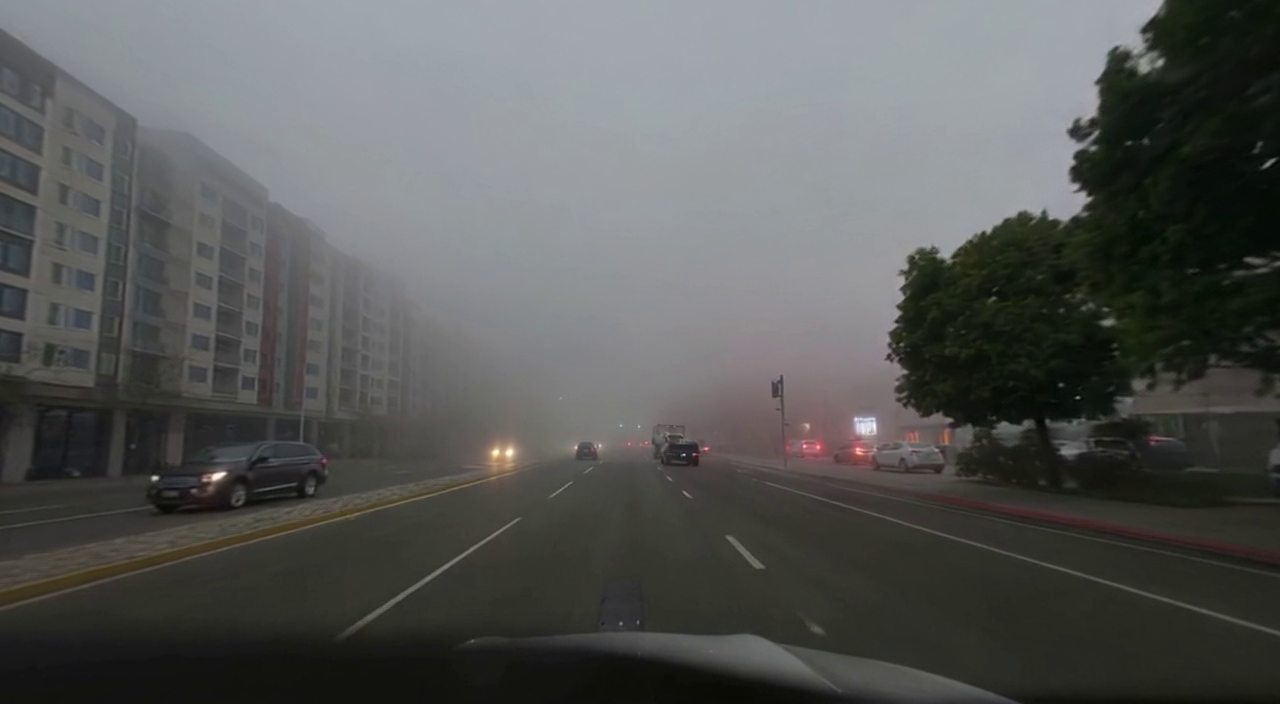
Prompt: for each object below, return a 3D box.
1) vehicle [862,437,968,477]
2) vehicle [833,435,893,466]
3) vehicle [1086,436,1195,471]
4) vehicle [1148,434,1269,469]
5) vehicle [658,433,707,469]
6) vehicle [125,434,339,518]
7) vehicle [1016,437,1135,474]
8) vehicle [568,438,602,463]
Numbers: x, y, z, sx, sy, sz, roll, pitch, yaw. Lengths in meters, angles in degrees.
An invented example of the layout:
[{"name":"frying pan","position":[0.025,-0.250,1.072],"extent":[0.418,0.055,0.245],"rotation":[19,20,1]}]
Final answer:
[{"name":"vehicle","position":[11.816,4.499,27.549],"extent":[1.954,1.483,4.742],"rotation":[-2,-7,-7]},{"name":"vehicle","position":[13.950,6.192,39.917],"extent":[2.019,1.819,4.909],"rotation":[0,-9,0]},{"name":"vehicle","position":[23.674,4.809,30.125],"extent":[1.950,1.495,4.161],"rotation":[-1,-8,4]},{"name":"vehicle","position":[27.197,4.731,30.436],"extent":[1.989,1.470,4.105],"rotation":[-3,-8,0]},{"name":"vehicle","position":[2.197,5.352,34.327],"extent":[2.130,1.787,5.126],"rotation":[0,-8,-2]},{"name":"vehicle","position":[-8.821,2.674,14.266],"extent":[1.969,1.489,4.522],"rotation":[-2,-8,-2]},{"name":"vehicle","position":[20.077,4.787,29.442],"extent":[2.013,1.548,4.579],"rotation":[1,-8,-5]},{"name":"vehicle","position":[-3.752,6.809,43.822],"extent":[2.046,1.617,4.601],"rotation":[0,-8,-2]}]
